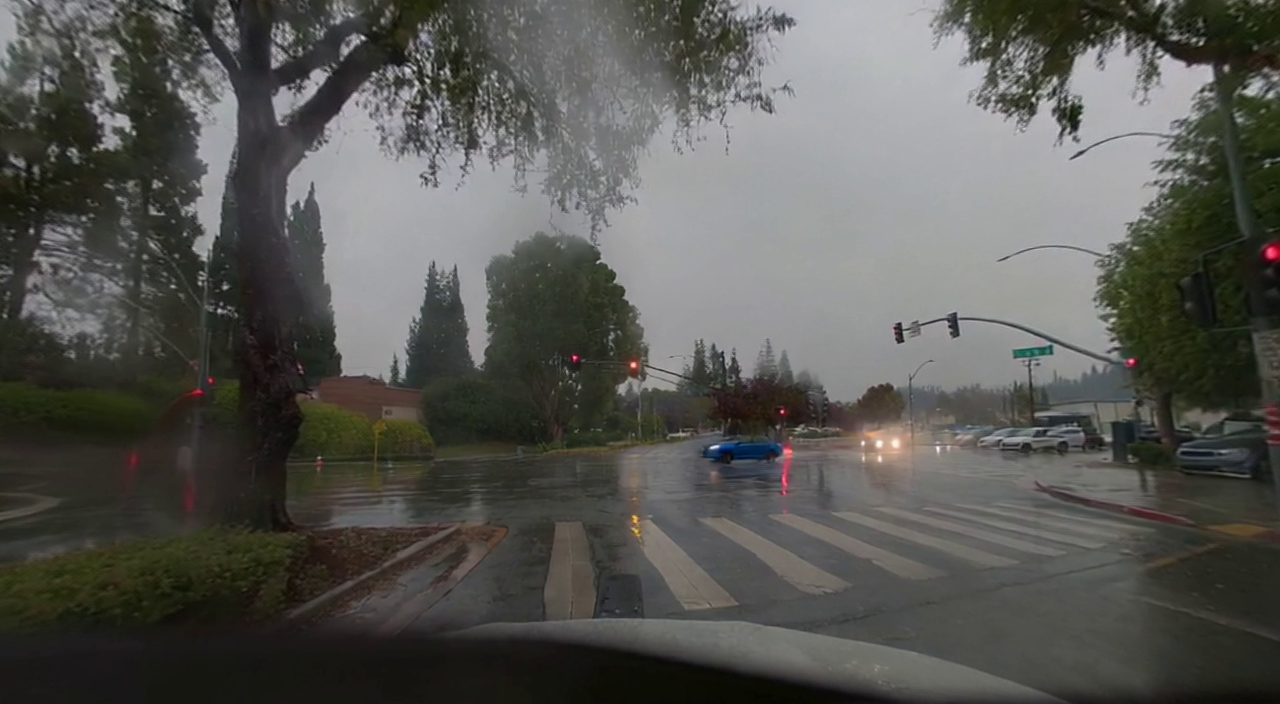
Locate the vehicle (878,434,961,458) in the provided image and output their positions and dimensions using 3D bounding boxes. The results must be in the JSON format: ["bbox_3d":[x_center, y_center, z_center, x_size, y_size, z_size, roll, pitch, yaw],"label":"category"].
[{"bbox_3d":[18.662,6.266,42.176,5.234,1.549,1.982,4,-9,-24],"label":"vehicle"}]

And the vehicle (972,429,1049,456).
[{"bbox_3d":[26.883,6.571,45.826,5.032,1.828,2.183,4,-9,-24],"label":"vehicle"}]

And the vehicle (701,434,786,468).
[{"bbox_3d":[5.051,4.793,30.696,3.896,1.500,1.740,6,-10,-33],"label":"vehicle"}]
